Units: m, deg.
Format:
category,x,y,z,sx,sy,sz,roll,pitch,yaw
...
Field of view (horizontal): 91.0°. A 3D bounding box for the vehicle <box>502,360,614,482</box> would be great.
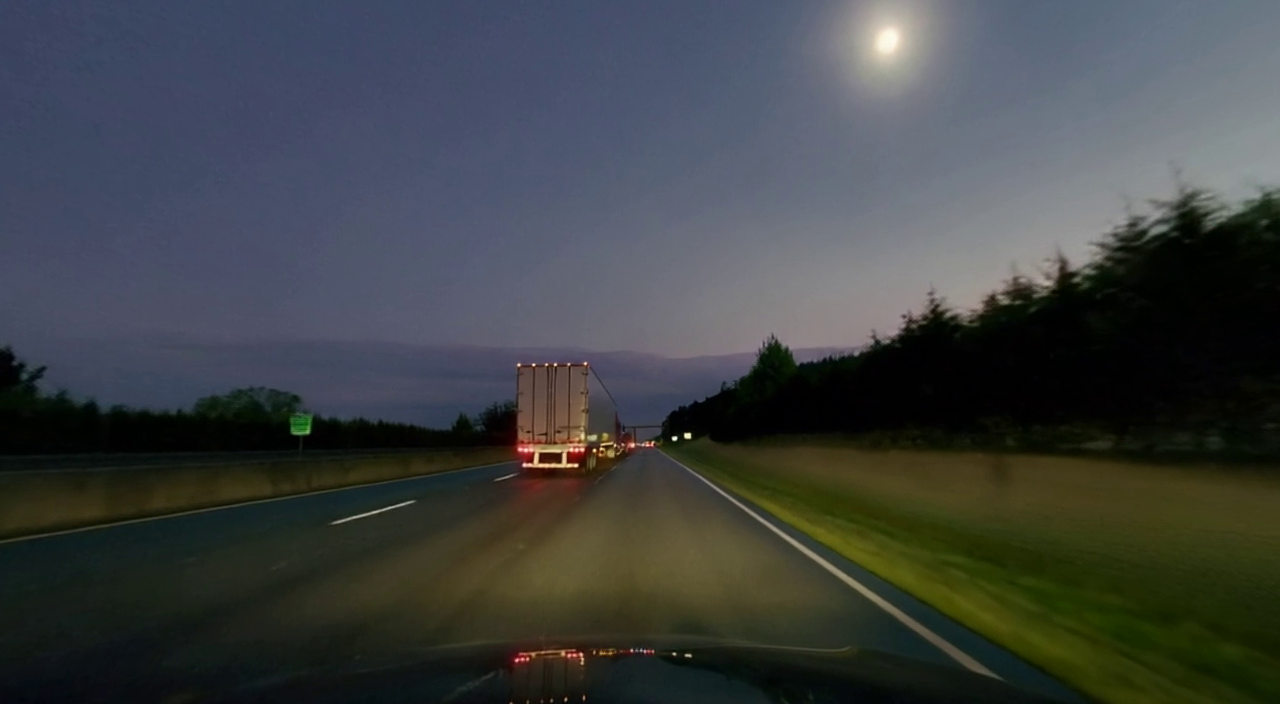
category,x,y,z,sx,sy,sz,roll,pitch,yaw
vehicle,-3.004,3.298,28.070,2.947,4.051,14.256,0,-8,1
